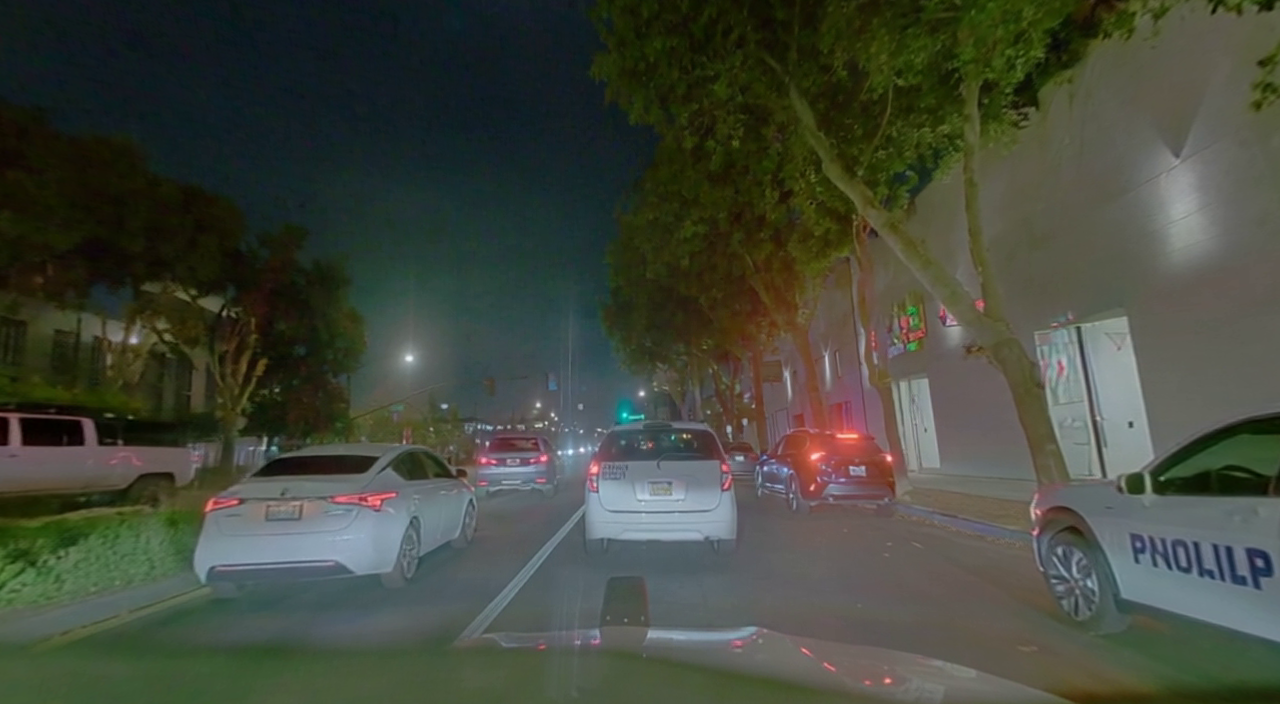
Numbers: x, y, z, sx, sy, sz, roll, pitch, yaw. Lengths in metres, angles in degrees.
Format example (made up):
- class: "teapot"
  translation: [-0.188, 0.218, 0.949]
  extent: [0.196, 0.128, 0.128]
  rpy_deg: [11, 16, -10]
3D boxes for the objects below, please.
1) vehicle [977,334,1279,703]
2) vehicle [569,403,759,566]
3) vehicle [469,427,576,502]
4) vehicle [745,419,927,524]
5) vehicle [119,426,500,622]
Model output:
- class: "vehicle"
  translation: [4.033, 0.890, 3.054]
  extent: [1.987, 1.877, 5.330]
  rpy_deg: [1, -8, 2]
- class: "vehicle"
  translation: [0.262, 1.754, 8.995]
  extent: [2.075, 1.770, 4.018]
  rpy_deg: [0, -8, 0]
- class: "vehicle"
  translation: [-3.080, 3.069, 17.566]
  extent: [2.135, 1.806, 4.514]
  rpy_deg: [0, -8, 0]
- class: "vehicle"
  translation: [4.030, 2.593, 14.331]
  extent: [2.038, 1.865, 5.786]
  rpy_deg: [1, -9, -3]
- class: "vehicle"
  translation: [-2.992, 1.632, 6.987]
  extent: [1.908, 1.474, 4.257]
  rpy_deg: [0, -8, 0]
